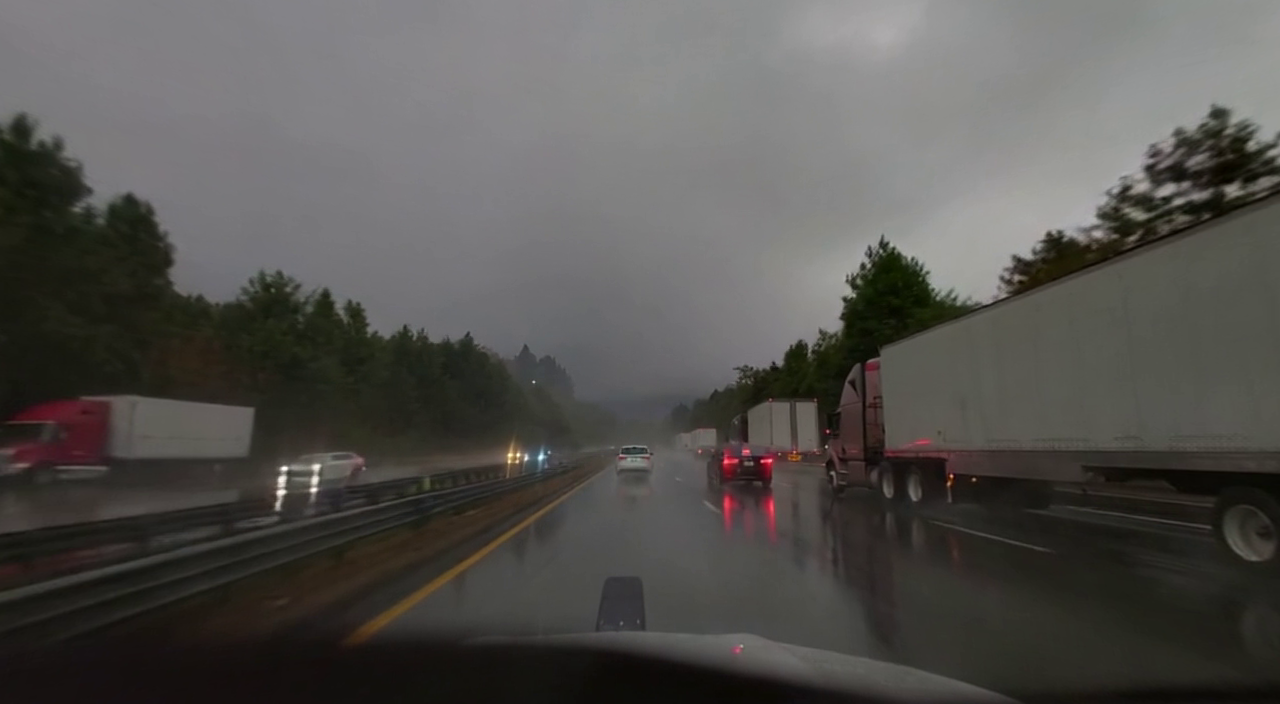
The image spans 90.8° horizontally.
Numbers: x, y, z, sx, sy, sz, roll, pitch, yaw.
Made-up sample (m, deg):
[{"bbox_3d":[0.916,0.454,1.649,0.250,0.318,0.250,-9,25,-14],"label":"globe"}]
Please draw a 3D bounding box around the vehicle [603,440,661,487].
[{"bbox_3d":[-0.271,4.180,23.841,2.023,1.618,3.628,0,-9,1],"label":"vehicle"}]

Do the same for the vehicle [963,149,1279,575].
[{"bbox_3d":[7.597,0.319,7.567,2.823,4.063,8.485,0,-9,0],"label":"vehicle"}]

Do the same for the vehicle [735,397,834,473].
[{"bbox_3d":[8.904,5.635,41.600,2.858,4.068,15.162,0,-9,0],"label":"vehicle"}]

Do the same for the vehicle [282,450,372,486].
[{"bbox_3d":[-14.535,5.378,29.637,1.868,1.537,4.403,-1,-9,2],"label":"vehicle"}]

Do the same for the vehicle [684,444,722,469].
[{"bbox_3d":[4.266,7.142,43.228,2.150,1.632,4.260,0,-9,0],"label":"vehicle"}]

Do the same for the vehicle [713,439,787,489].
[{"bbox_3d":[3.840,3.989,22.698,1.920,1.594,3.867,0,-9,0],"label":"vehicle"}]

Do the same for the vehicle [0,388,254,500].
[{"bbox_3d":[-19.381,3.652,24.830,2.870,3.622,8.269,0,-9,1],"label":"vehicle"}]
